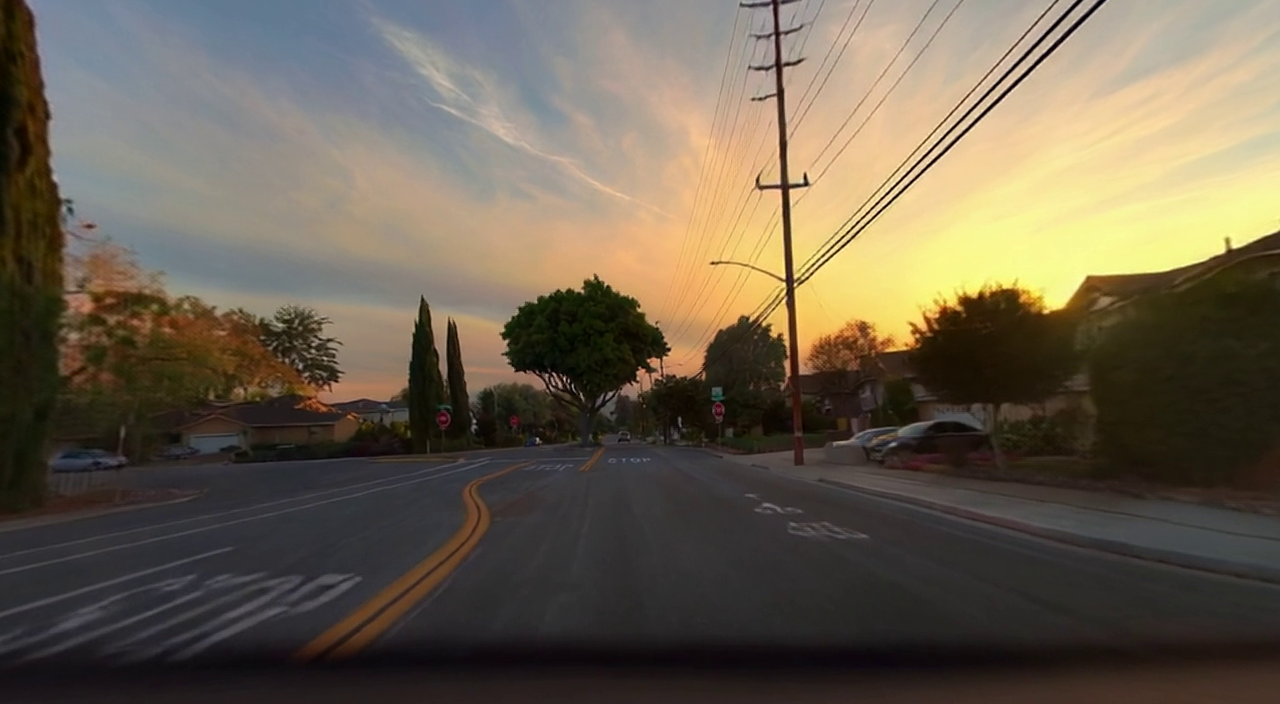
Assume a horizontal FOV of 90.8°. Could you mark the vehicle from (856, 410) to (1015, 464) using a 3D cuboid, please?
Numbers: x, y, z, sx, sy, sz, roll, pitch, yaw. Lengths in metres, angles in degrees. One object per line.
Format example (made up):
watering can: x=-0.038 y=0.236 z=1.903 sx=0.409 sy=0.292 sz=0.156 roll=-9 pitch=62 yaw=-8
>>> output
vehicle: x=10.413 y=3.053 z=22.609 sx=4.544 sy=1.807 sz=2.204 roll=0 pitch=-8 yaw=3
